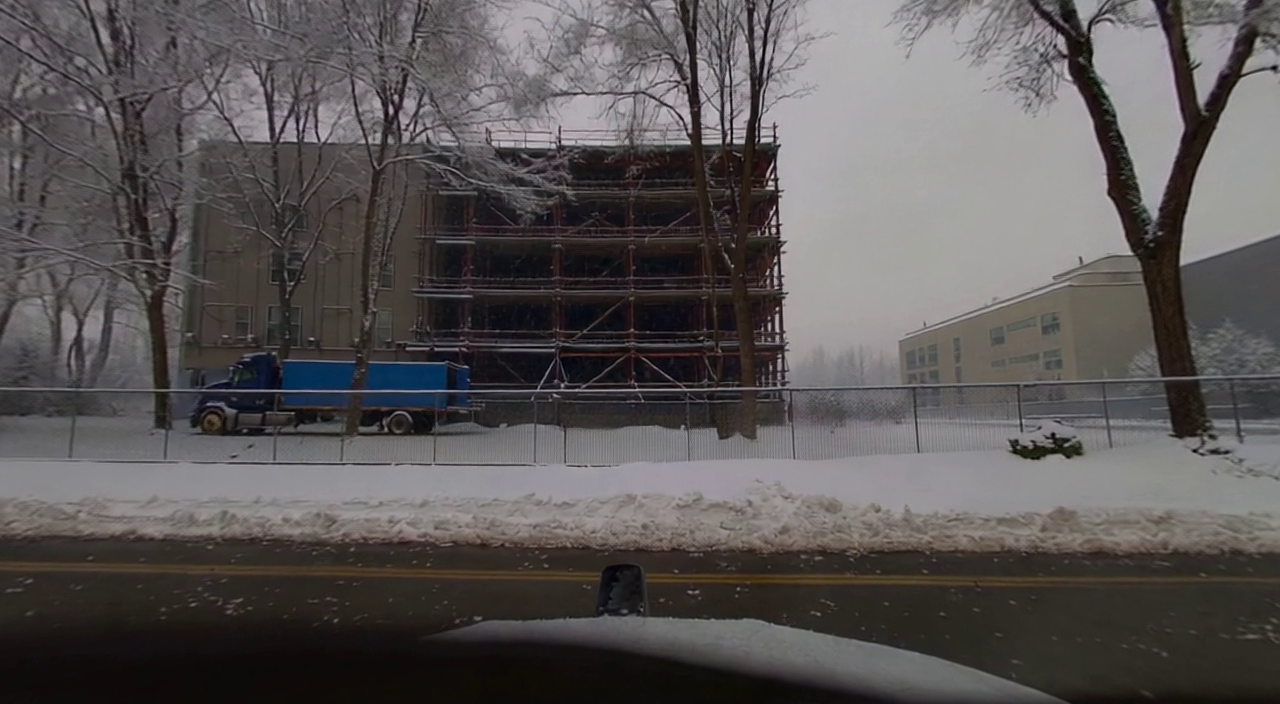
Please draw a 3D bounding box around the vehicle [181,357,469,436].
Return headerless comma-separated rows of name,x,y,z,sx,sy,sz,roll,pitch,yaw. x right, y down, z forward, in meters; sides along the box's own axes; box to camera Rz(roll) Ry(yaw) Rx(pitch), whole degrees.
vehicle,-17.056,2.623,35.316,14.067,4.099,2.832,1,-9,-7
